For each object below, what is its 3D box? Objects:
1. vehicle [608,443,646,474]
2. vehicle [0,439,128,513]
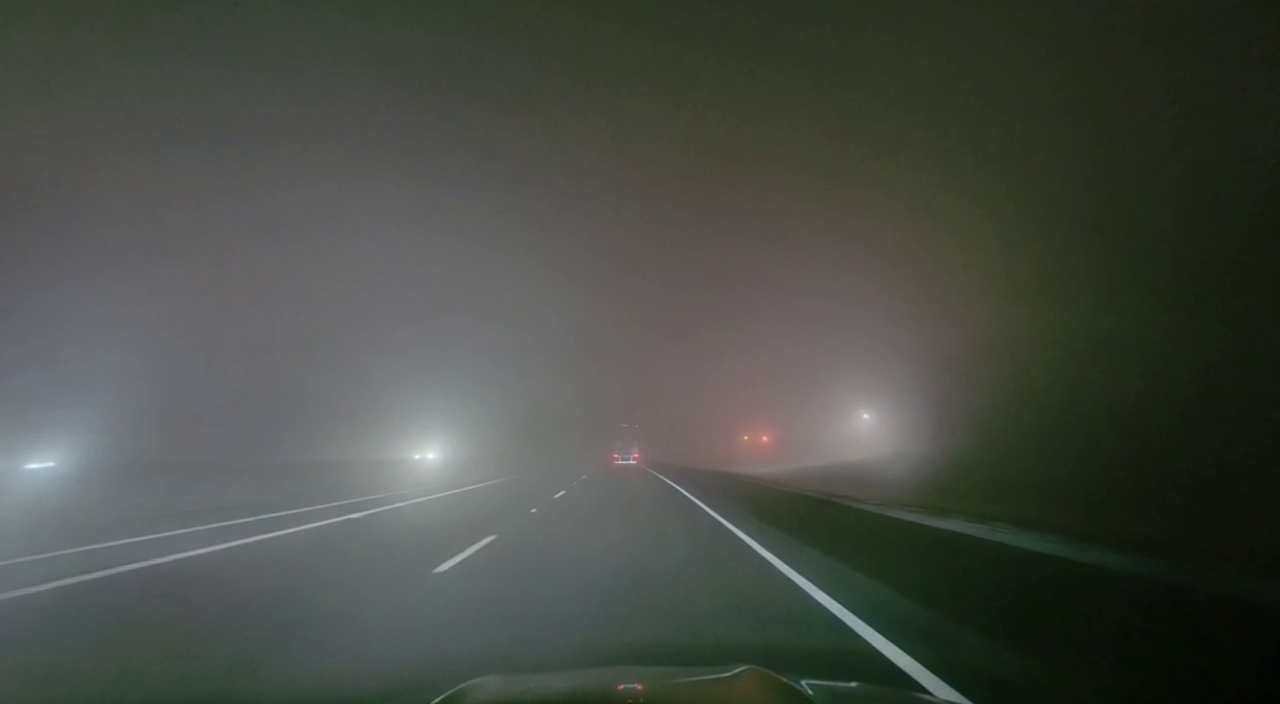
[{"bbox_3d":[-0.791,6.516,38.502,2.230,1.715,4.243,0,-9,-1],"label":"vehicle"},{"bbox_3d":[-14.136,2.673,13.687,1.869,1.513,4.740,0,-9,0],"label":"vehicle"}]
